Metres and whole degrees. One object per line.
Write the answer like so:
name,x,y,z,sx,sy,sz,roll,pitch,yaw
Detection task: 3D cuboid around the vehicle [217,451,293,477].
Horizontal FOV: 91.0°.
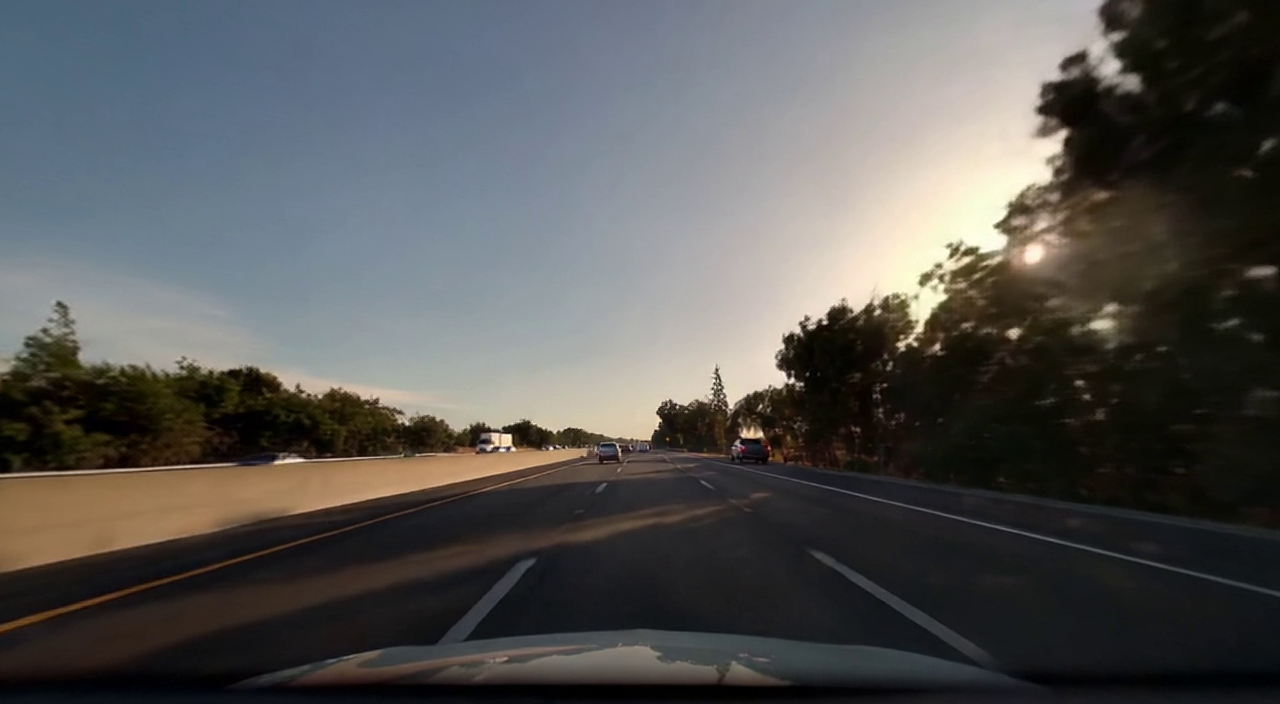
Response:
vehicle,-24.625,7.172,40.482,1.877,1.531,4.712,0,-9,0

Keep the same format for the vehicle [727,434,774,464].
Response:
vehicle,8.310,7.395,48.029,2.440,2.132,6.219,0,-9,0
